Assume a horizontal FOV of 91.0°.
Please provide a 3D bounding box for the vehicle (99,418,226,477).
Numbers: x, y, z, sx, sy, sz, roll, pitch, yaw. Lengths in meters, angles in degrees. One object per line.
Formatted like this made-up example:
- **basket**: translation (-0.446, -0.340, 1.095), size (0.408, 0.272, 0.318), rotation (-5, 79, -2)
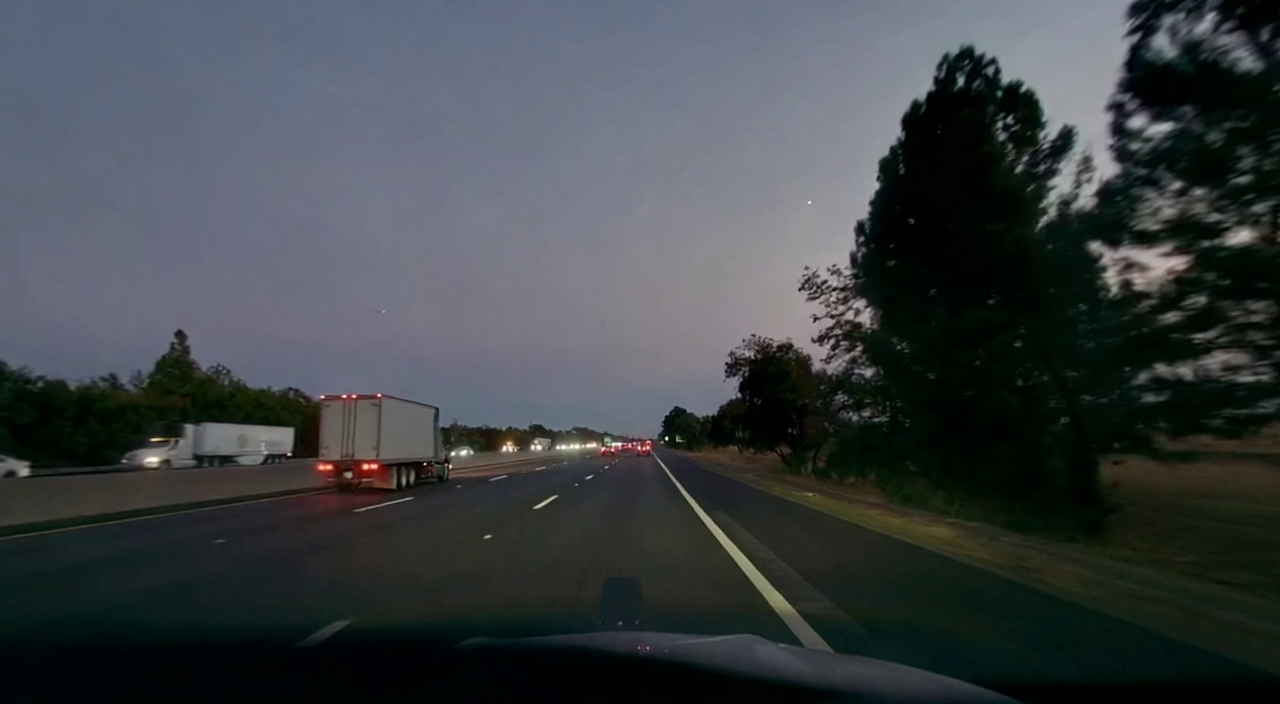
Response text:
- **vehicle**: translation (-36.193, 7.301, 48.253), size (3.008, 4.085, 8.150), rotation (0, -9, 1)

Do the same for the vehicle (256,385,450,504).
- **vehicle**: translation (-7.418, 2.541, 17.317), size (2.444, 2.685, 5.893), rotation (0, -9, 1)
